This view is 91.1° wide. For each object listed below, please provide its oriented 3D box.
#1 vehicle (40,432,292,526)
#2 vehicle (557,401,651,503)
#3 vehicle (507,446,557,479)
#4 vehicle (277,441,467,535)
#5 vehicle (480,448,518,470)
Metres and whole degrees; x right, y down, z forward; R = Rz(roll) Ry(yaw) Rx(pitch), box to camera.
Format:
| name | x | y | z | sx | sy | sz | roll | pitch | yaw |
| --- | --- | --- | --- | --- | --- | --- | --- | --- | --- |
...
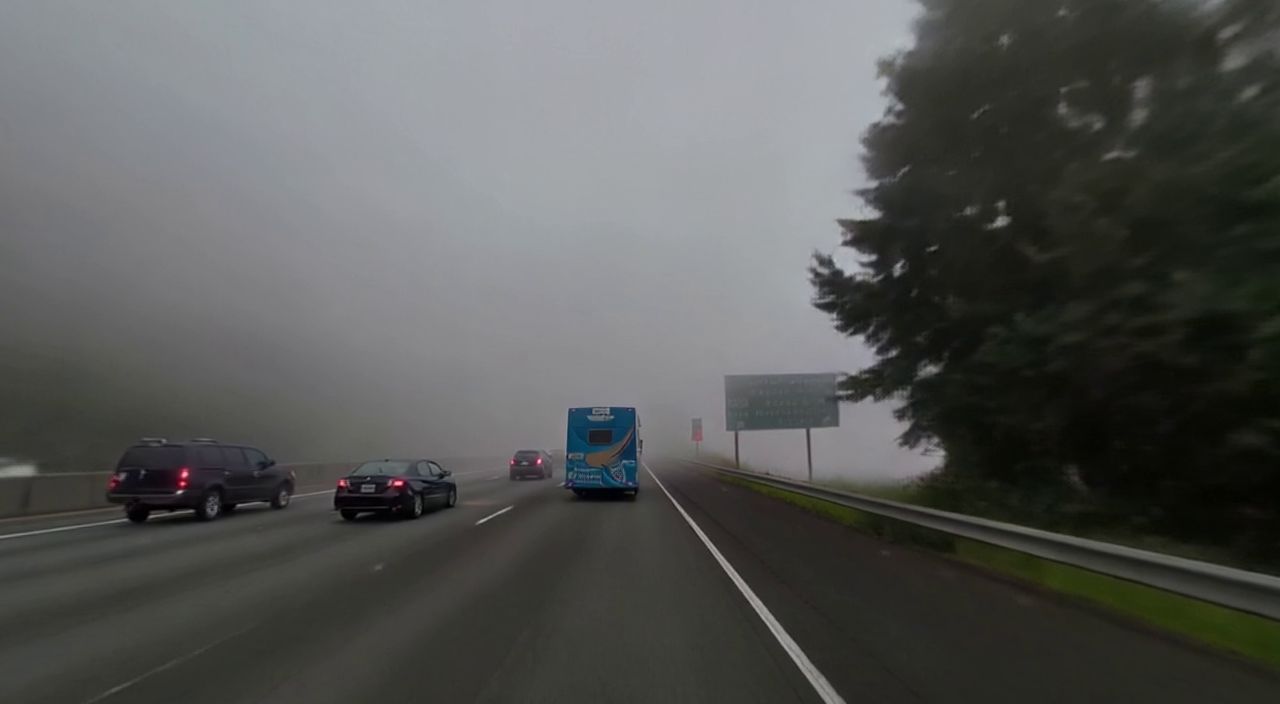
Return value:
| name | x | y | z | sx | sy | sz | roll | pitch | yaw |
| --- | --- | --- | --- | --- | --- | --- | --- | --- | --- |
| vehicle | -9.596 | 2.584 | 13.317 | 2.010 | 1.621 | 4.252 | 0 | -9 | -1 |
| vehicle | -0.961 | 2.958 | 18.765 | 2.394 | 2.556 | 5.232 | 0 | -9 | -1 |
| vehicle | -5.160 | 5.334 | 30.485 | 1.872 | 1.480 | 3.545 | 0 | -9 | -1 |
| vehicle | -4.783 | 2.463 | 11.975 | 1.876 | 1.438 | 4.072 | 0 | -9 | -1 |
| vehicle | -10.103 | 7.669 | 45.315 | 1.886 | 1.462 | 4.084 | 0 | -9 | -1 |
